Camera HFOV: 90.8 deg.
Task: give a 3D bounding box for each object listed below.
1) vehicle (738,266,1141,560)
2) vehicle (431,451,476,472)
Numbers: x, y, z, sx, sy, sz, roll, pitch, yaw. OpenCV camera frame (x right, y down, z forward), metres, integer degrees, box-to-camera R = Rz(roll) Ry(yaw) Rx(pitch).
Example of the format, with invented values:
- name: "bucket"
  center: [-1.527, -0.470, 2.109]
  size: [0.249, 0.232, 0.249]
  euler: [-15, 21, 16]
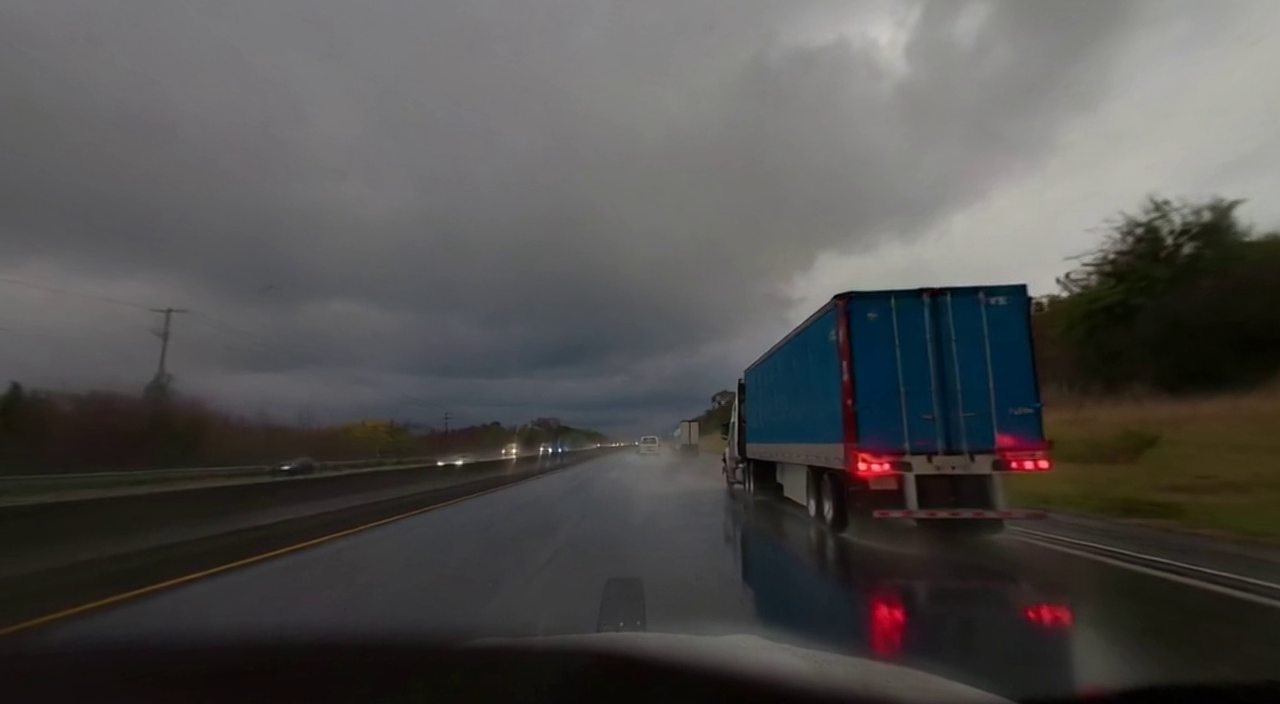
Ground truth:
- name: "vehicle"
  center: [4.071, 1.316, 11.704]
  size: [2.960, 3.381, 8.914]
  euler: [0, -9, -1]
- name: "vehicle"
  center: [-14.197, 8.389, 48.348]
  size: [1.893, 1.480, 4.794]
  euler: [0, -9, 1]
